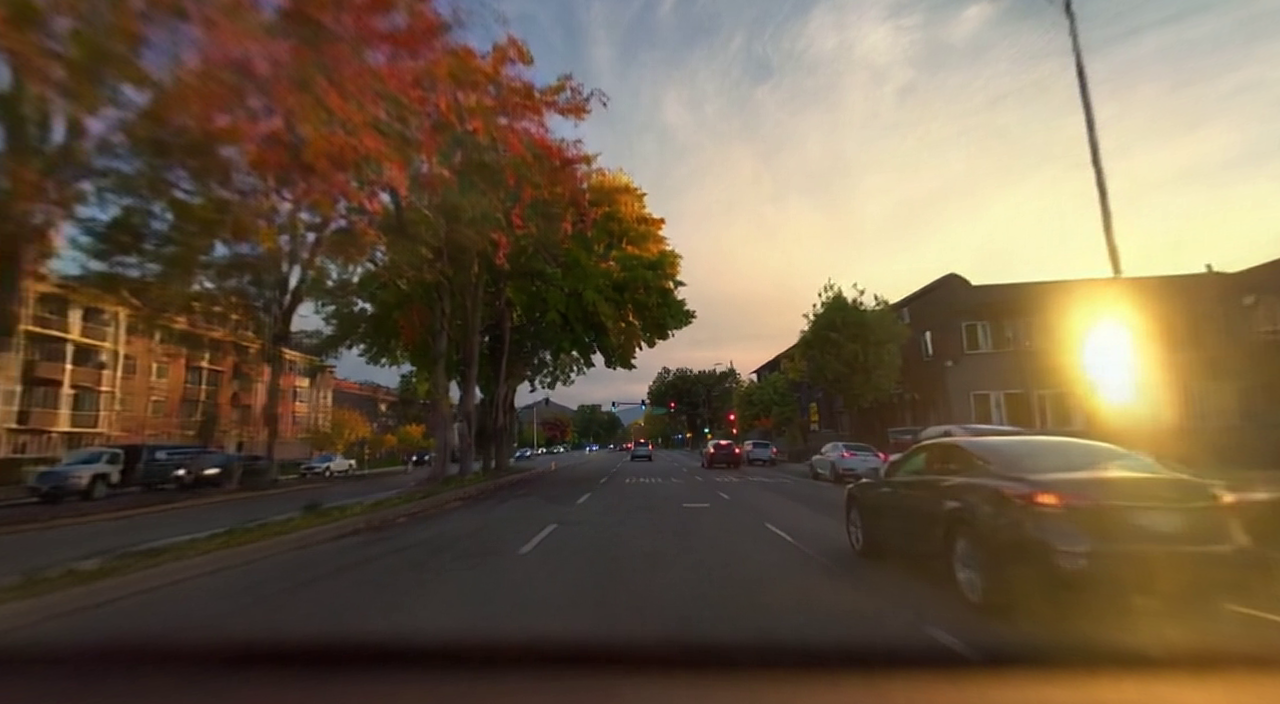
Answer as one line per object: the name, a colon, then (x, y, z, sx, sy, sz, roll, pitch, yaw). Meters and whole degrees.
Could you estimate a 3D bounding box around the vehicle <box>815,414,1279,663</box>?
vehicle: (3.361, 1.473, 6.158, 1.977, 1.498, 4.521, 0, -8, 0)

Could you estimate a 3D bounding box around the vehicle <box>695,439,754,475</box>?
vehicle: (3.860, 4.870, 29.470, 2.178, 1.546, 4.311, 0, -8, 0)

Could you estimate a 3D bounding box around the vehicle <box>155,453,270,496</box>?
vehicle: (-18.651, 5.335, 27.766, 1.962, 1.691, 4.328, 0, -9, 1)

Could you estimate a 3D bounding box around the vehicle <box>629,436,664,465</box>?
vehicle: (0.442, 6.810, 43.459, 2.239, 1.856, 4.815, 0, -8, 0)

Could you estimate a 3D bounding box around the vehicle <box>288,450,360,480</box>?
vehicle: (-21.745, 7.774, 43.643, 2.142, 1.900, 5.489, 0, -9, 0)

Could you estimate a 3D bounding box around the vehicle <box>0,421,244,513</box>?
vehicle: (-22.027, 4.867, 27.579, 2.961, 3.271, 9.547, 0, -9, 1)
